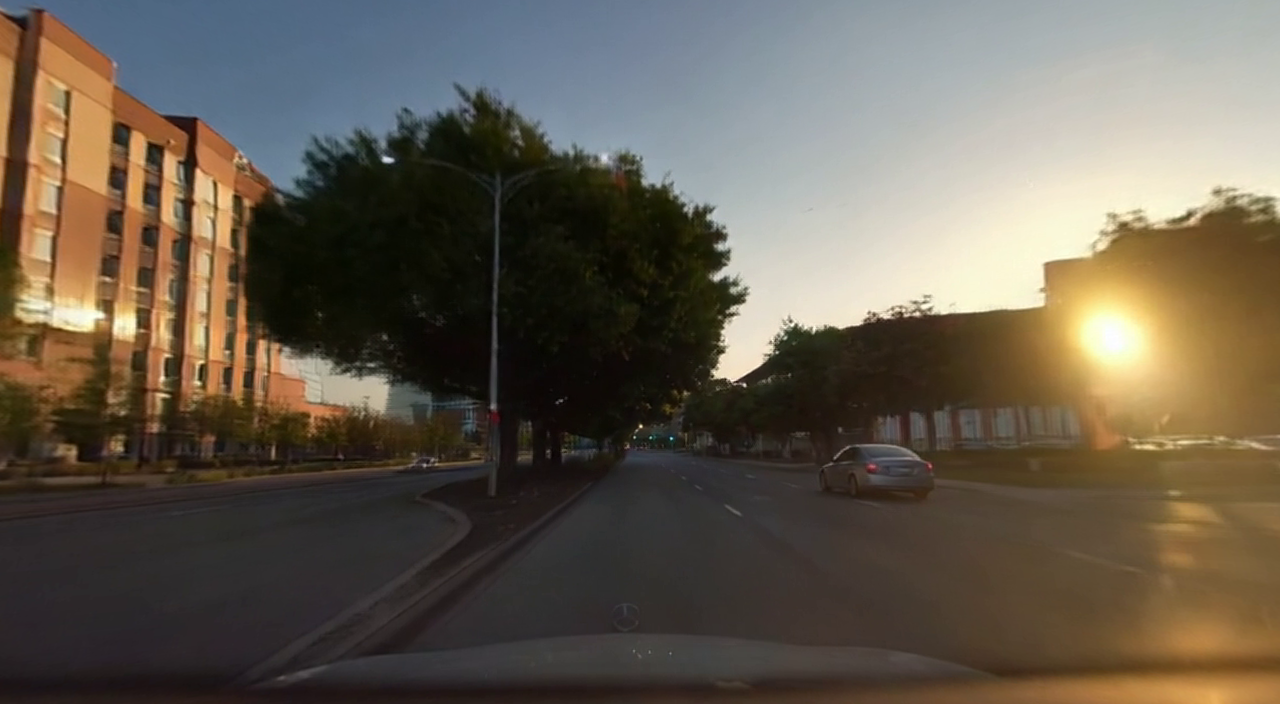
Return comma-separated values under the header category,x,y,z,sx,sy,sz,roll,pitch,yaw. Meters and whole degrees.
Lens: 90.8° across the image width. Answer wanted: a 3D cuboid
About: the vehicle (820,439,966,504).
category,x,y,z,sx,sy,sz,roll,pitch,yaw
vehicle,6.629,3.158,17.226,1.913,1.504,4.738,0,-9,-1
